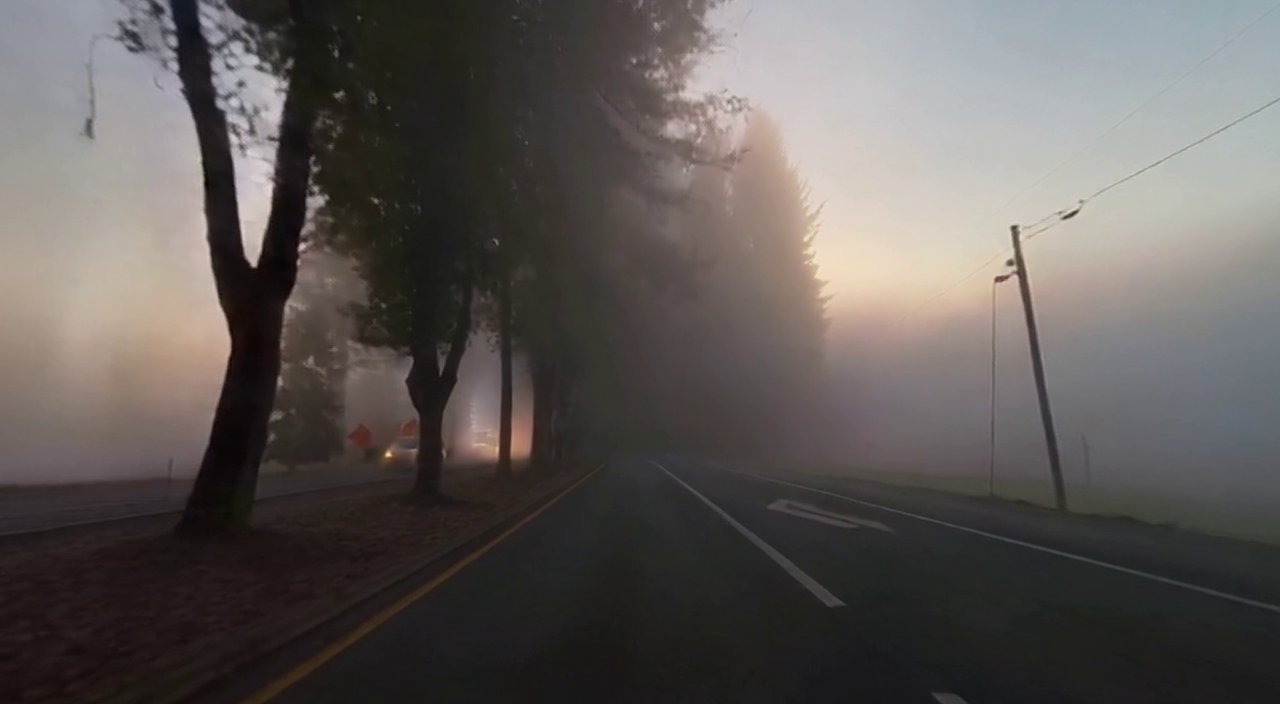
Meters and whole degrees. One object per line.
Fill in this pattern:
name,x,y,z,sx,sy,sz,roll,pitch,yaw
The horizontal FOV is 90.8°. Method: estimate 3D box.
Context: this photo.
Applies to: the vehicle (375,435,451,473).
vehicle,-11.361,5.162,32.071,2.236,1.758,4.564,0,-8,-1
